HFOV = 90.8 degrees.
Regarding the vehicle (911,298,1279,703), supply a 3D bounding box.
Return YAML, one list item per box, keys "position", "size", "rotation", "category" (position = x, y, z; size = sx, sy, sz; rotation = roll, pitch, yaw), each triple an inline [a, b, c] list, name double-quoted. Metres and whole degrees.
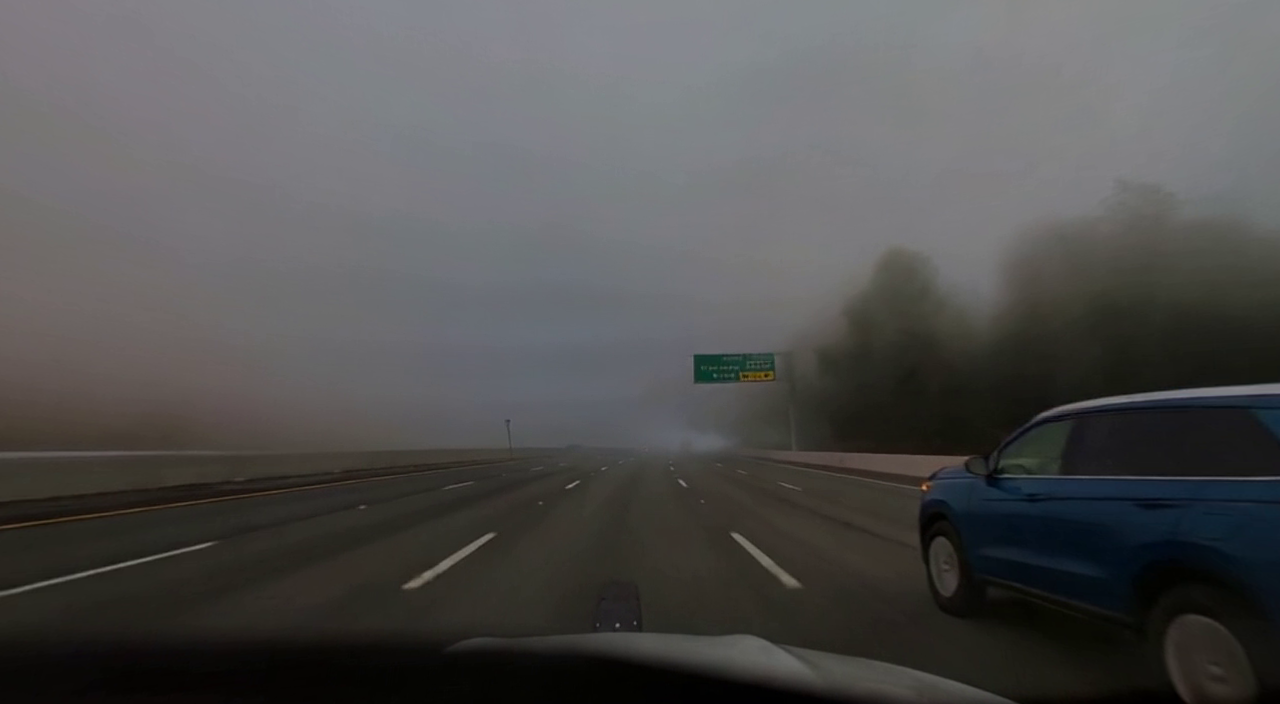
- position: [3.648, 0.869, 3.330]
  size: [2.155, 1.918, 4.945]
  rotation: [0, -9, -1]
  category: "vehicle"
